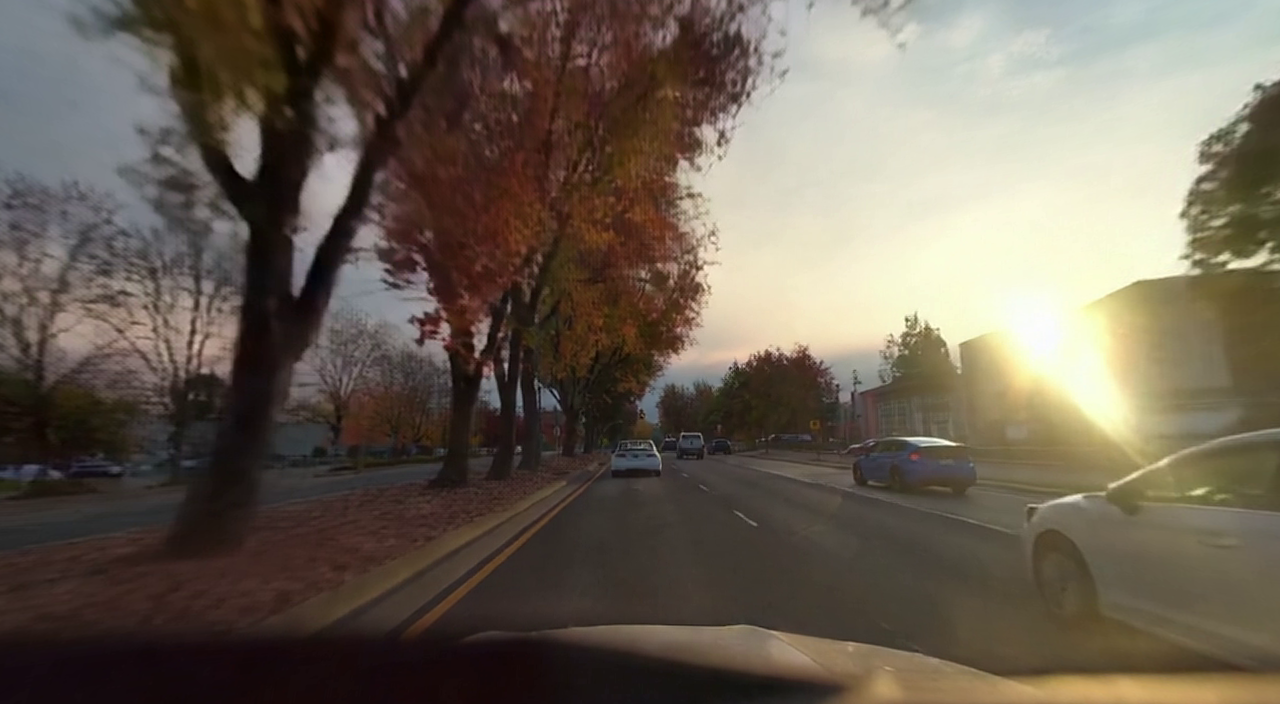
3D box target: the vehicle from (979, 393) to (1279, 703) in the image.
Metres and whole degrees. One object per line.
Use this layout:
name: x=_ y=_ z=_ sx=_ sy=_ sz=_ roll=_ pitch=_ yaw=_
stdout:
vehicle: x=3.685 y=0.923 z=2.621 sx=2.094 sy=1.480 sz=4.323 roll=0 pitch=-8 yaw=-1

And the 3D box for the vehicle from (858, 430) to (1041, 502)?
vehicle: x=7.334 y=2.748 z=15.671 sx=2.111 sy=1.493 sz=4.639 roll=0 pitch=-8 yaw=-1

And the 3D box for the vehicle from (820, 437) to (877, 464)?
vehicle: x=14.608 y=6.948 z=44.586 sx=2.205 sy=1.754 sz=4.925 roll=0 pitch=-8 yaw=-2

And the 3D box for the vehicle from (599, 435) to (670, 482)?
vehicle: x=-0.201 y=3.780 z=22.711 sx=2.289 sy=1.471 sz=4.477 roll=0 pitch=-8 yaw=-1

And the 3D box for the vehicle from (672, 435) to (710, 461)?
vehicle: x=3.468 y=6.687 z=44.084 sx=2.188 sy=1.760 sz=4.297 roll=0 pitch=-8 yaw=-1
